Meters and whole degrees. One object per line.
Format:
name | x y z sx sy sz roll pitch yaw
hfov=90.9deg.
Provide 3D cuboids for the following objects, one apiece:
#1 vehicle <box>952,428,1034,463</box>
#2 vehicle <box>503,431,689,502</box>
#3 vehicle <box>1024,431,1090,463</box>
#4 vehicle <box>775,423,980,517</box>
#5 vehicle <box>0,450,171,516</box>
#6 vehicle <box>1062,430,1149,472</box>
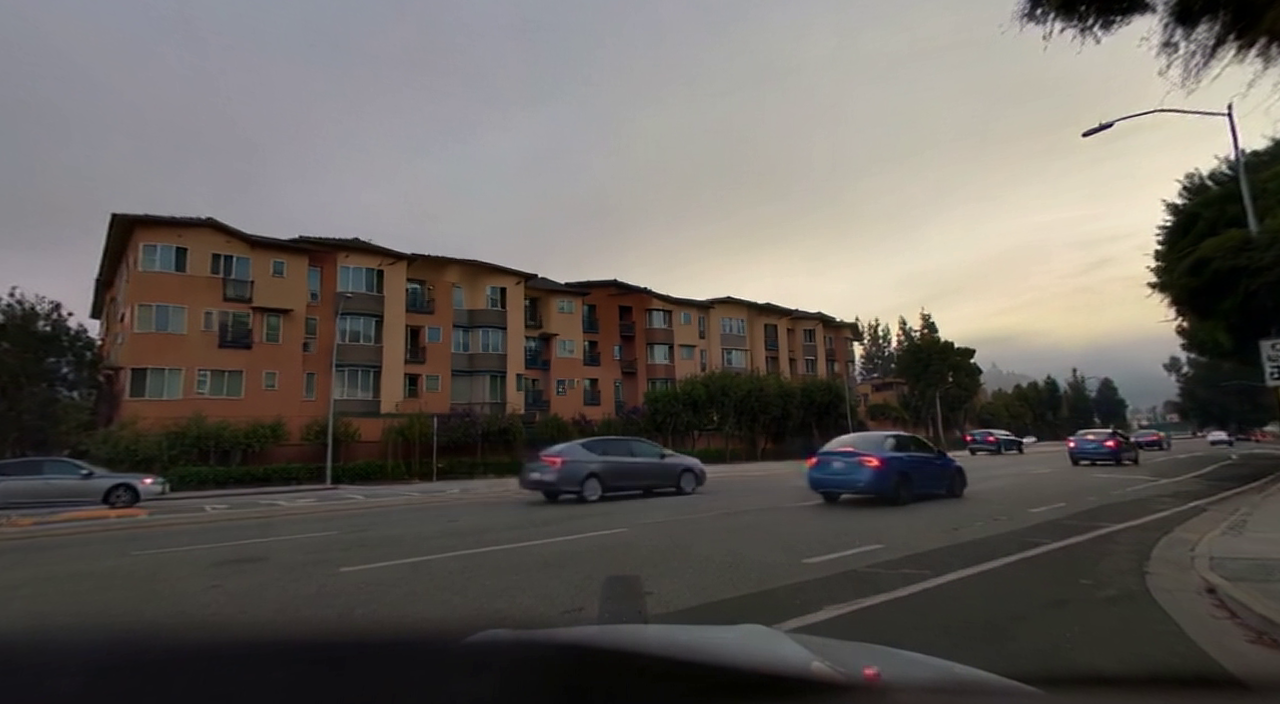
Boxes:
vehicle | 20.793 5.477 36.991 5.994 1.898 2.264 7 -11 -41
vehicle | -1.066 3.035 17.185 4.846 1.662 1.989 7 -11 -42
vehicle | 23.083 5.232 34.823 4.734 1.633 1.829 7 -11 -42
vehicle | 5.299 2.467 13.756 4.783 1.652 2.199 8 -11 -42
vehicle | -14.096 3.093 15.125 4.289 1.415 1.774 8 -13 -43
vehicle | 20.049 4.238 27.110 4.438 1.625 2.033 7 -11 -42
